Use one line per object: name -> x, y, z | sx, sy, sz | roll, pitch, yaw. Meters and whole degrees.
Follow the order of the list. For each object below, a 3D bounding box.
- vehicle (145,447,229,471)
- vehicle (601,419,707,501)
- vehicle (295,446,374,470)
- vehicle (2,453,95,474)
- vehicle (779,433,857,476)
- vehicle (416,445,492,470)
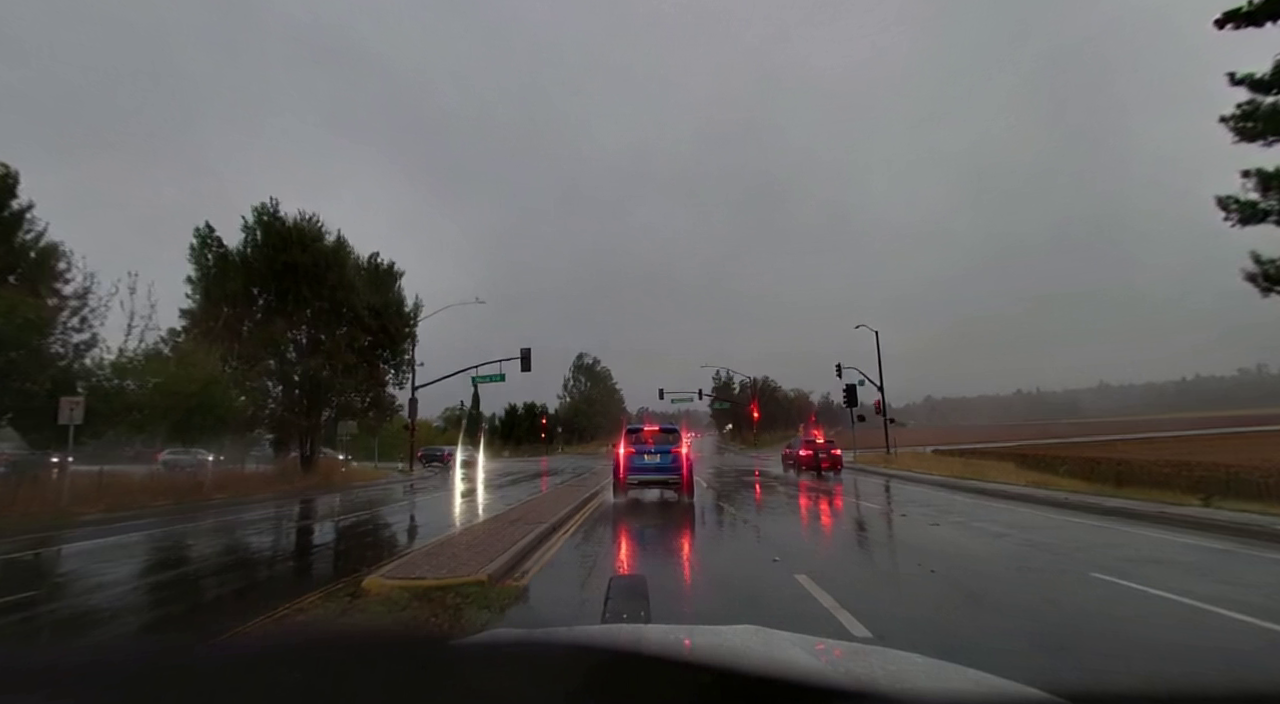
vehicle -> -33.323, 7.899, 46.475 | 4.608, 1.680, 2.026 | -1, -8, 3
vehicle -> 0.326, 2.672, 15.883 | 2.298, 1.770, 4.138 | 0, -8, 1
vehicle -> -21.578, 7.468, 44.579 | 4.510, 1.606, 2.192 | -2, -8, 10
vehicle -> -42.835, 8.081, 45.739 | 4.559, 1.458, 2.265 | -1, -8, 3
vehicle -> 7.407, 4.306, 26.710 | 2.012, 1.636, 4.352 | 0, -8, 0
vehicle -> -11.936, 6.687, 40.376 | 4.707, 1.480, 2.425 | -7, -11, 40
